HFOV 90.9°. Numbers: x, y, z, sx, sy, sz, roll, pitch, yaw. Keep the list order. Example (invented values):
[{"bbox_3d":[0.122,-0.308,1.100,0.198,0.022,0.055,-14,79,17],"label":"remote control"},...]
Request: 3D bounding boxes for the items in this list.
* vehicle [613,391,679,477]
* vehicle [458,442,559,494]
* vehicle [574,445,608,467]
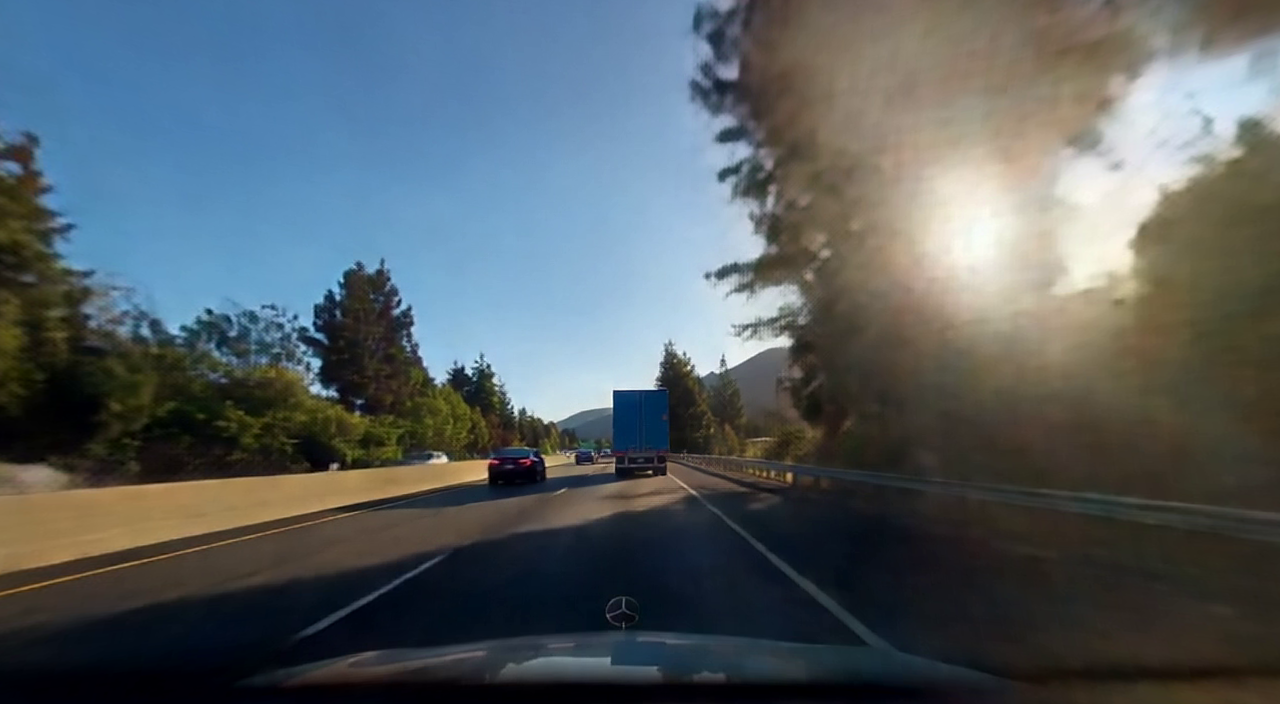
[{"bbox_3d":[0.203,4.433,33.136,2.959,3.828,9.617,0,-9,-1],"label":"vehicle"},{"bbox_3d":[-4.125,3.756,20.760,2.206,1.478,4.824,0,-9,1],"label":"vehicle"},{"bbox_3d":[-3.674,7.909,47.955,2.074,1.546,4.946,0,-9,1],"label":"vehicle"}]
